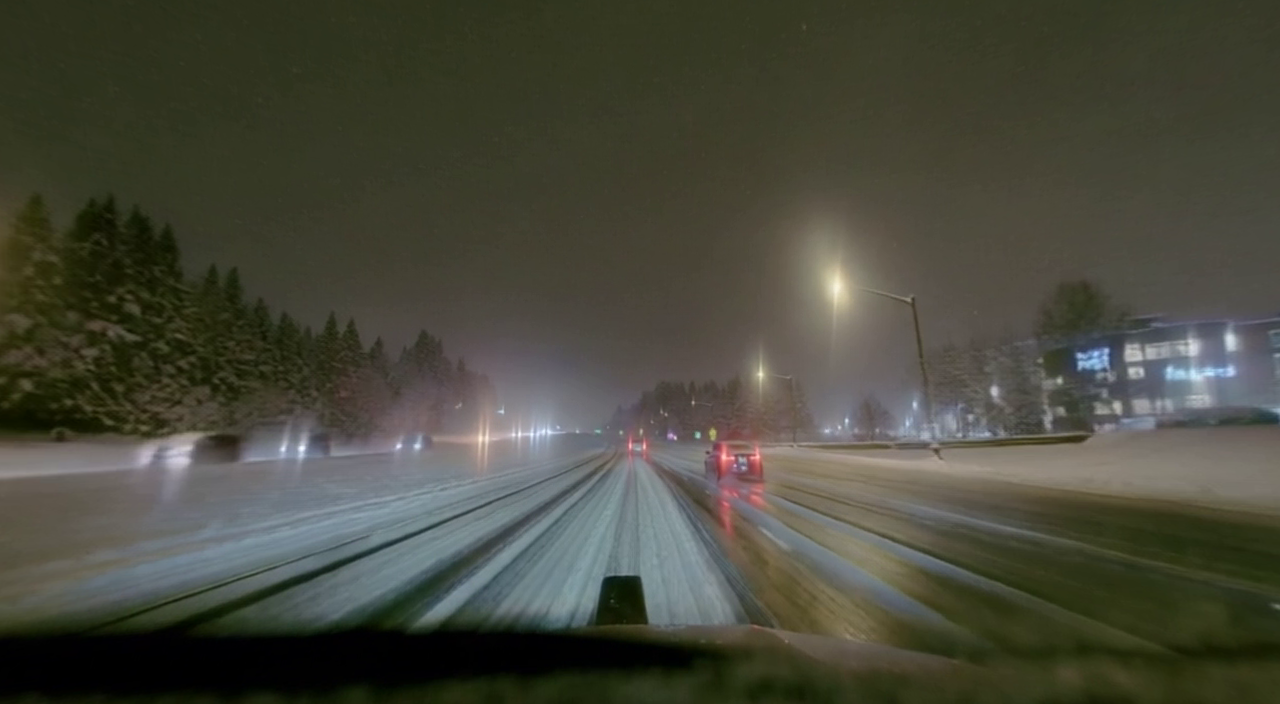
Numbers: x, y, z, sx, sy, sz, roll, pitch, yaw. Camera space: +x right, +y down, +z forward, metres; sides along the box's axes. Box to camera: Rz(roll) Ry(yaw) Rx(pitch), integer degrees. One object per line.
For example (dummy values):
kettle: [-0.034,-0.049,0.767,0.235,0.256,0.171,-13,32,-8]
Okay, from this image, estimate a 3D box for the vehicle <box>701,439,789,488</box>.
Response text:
vehicle: [3.377,3.688,21.200,2.069,1.431,4.313,0,-8,-2]

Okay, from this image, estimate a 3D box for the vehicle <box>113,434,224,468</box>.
vehicle: [-21.897,4.621,29.543,1.921,1.480,4.348,0,-8,-2]
